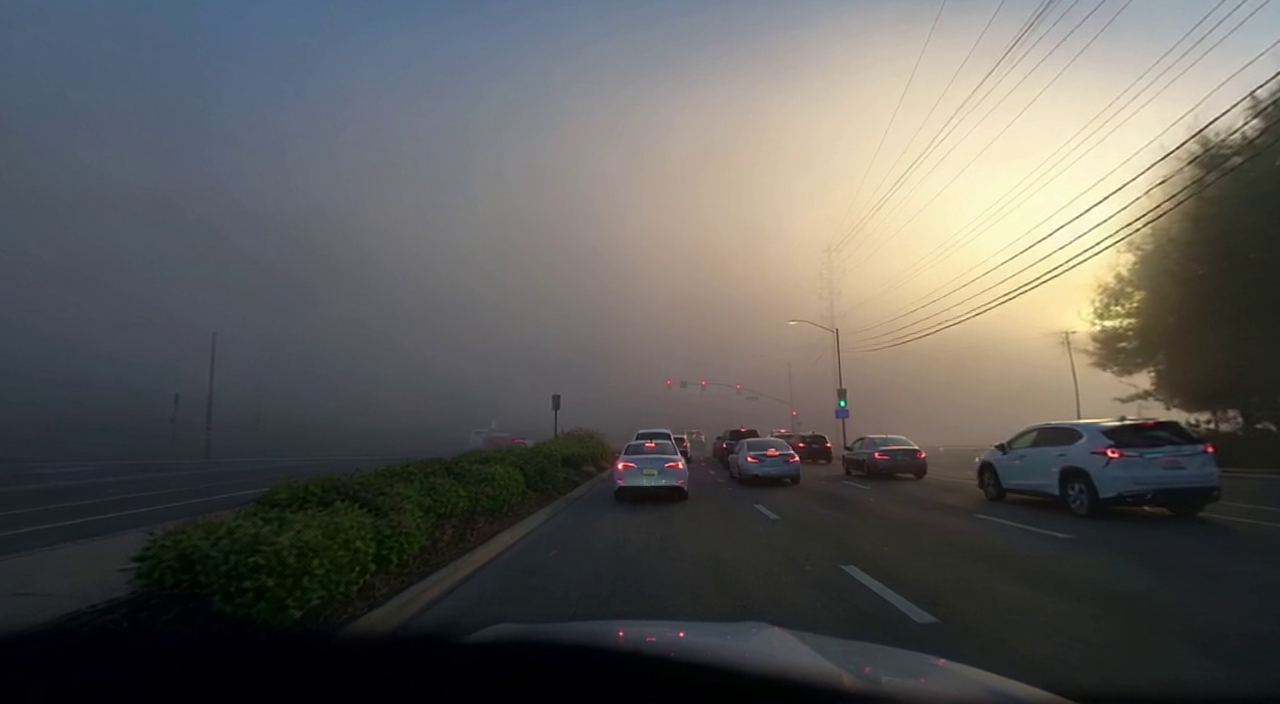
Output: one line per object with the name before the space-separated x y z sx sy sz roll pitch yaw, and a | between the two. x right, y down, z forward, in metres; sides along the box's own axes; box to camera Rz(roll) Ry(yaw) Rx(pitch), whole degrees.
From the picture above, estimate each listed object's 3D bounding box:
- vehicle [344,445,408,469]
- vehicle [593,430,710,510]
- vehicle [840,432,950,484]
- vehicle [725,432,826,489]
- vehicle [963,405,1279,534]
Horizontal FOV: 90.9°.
vehicle | -16.596 6.610 39.801 1.986 1.404 4.177 -1 -9 4
vehicle | 0.252 2.562 14.133 2.208 1.498 4.401 0 -9 1
vehicle | 8.187 3.445 20.753 1.905 1.483 4.469 -1 -9 2
vehicle | 3.885 3.201 18.905 2.028 1.454 4.531 0 -9 0
vehicle | 8.292 2.034 11.454 2.195 1.802 5.051 0 -9 1
